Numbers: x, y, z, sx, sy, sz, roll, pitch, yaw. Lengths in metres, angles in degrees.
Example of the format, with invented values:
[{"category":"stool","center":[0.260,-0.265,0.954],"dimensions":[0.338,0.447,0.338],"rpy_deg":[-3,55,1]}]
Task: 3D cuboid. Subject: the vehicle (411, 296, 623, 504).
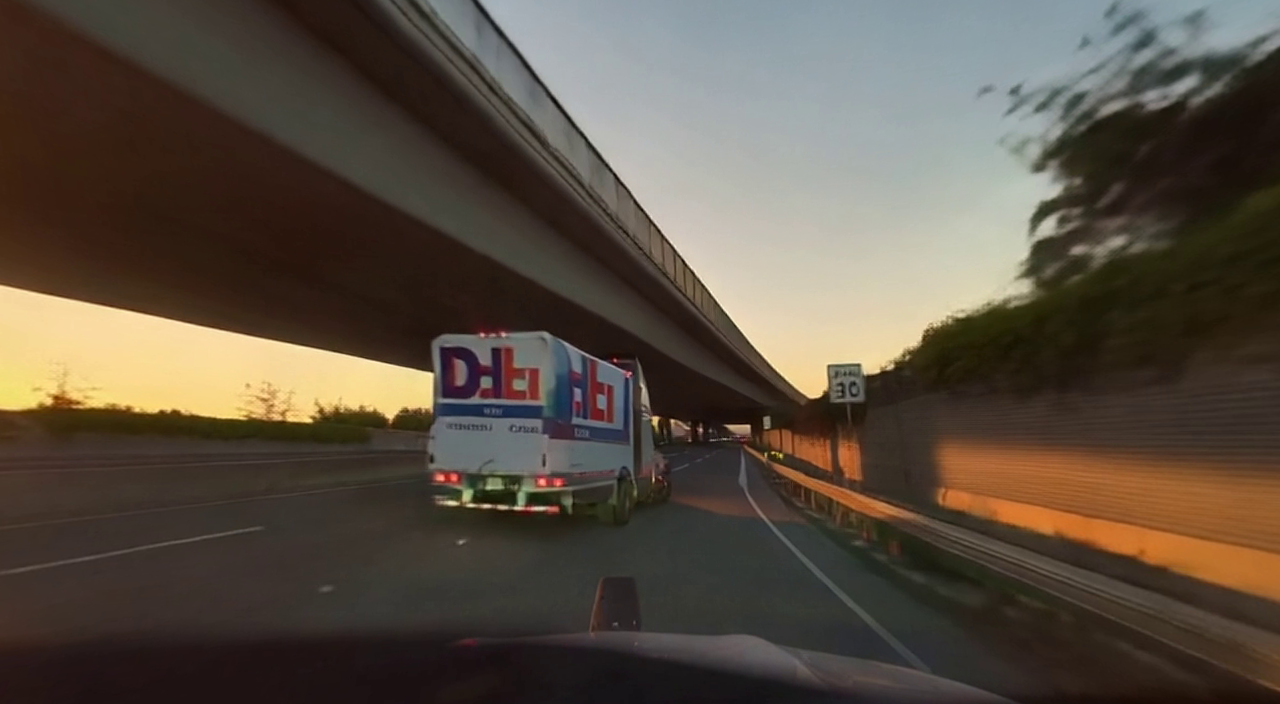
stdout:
[{"category":"vehicle","center":[-2.618,1.476,17.096],"dimensions":[2.796,4.184,8.554],"rpy_deg":[0,-7,9]}]
